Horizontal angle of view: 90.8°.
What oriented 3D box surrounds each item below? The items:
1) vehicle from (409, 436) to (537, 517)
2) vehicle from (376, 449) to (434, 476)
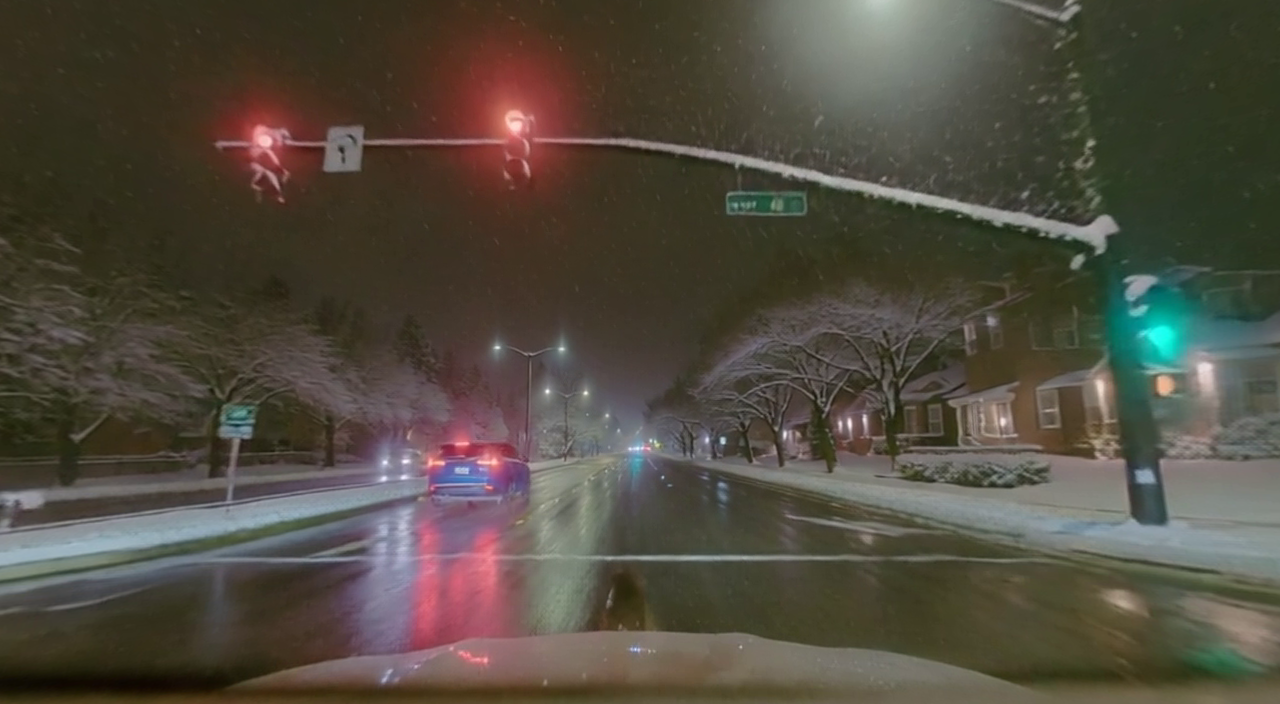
[{"bbox_3d":[-3.977,3.010,15.894,1.993,1.733,4.262,0,-8,1],"label":"vehicle"},{"bbox_3d":[-16.669,7.849,45.057,2.202,1.724,4.934,0,-8,1],"label":"vehicle"}]
